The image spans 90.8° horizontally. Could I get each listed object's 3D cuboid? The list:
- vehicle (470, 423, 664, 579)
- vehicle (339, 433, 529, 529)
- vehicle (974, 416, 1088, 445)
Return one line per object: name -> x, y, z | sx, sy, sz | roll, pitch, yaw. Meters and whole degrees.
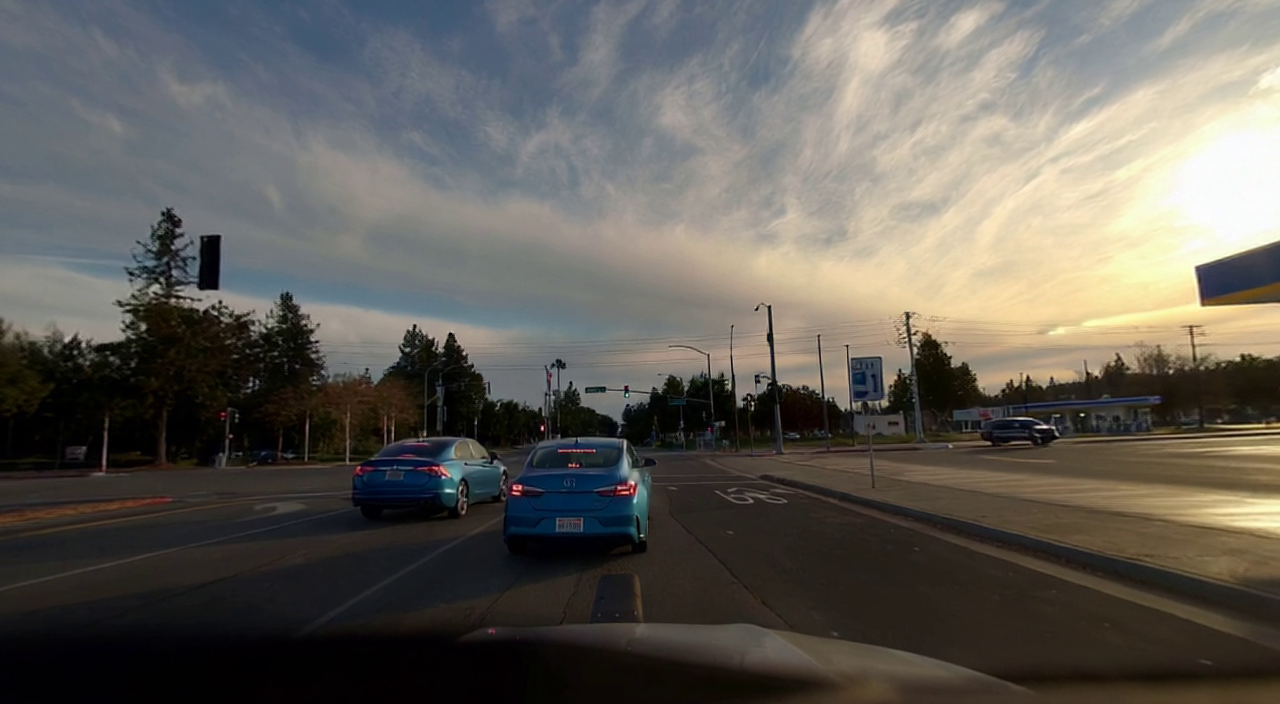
vehicle -> -0.644, 1.795, 8.506 | 1.916, 1.510, 4.447 | 0, -8, 2
vehicle -> -3.707, 2.402, 12.476 | 1.995, 1.506, 4.773 | 0, -8, 2
vehicle -> 21.346, 4.314, 34.614 | 4.874, 1.502, 2.048 | 0, -8, 0
